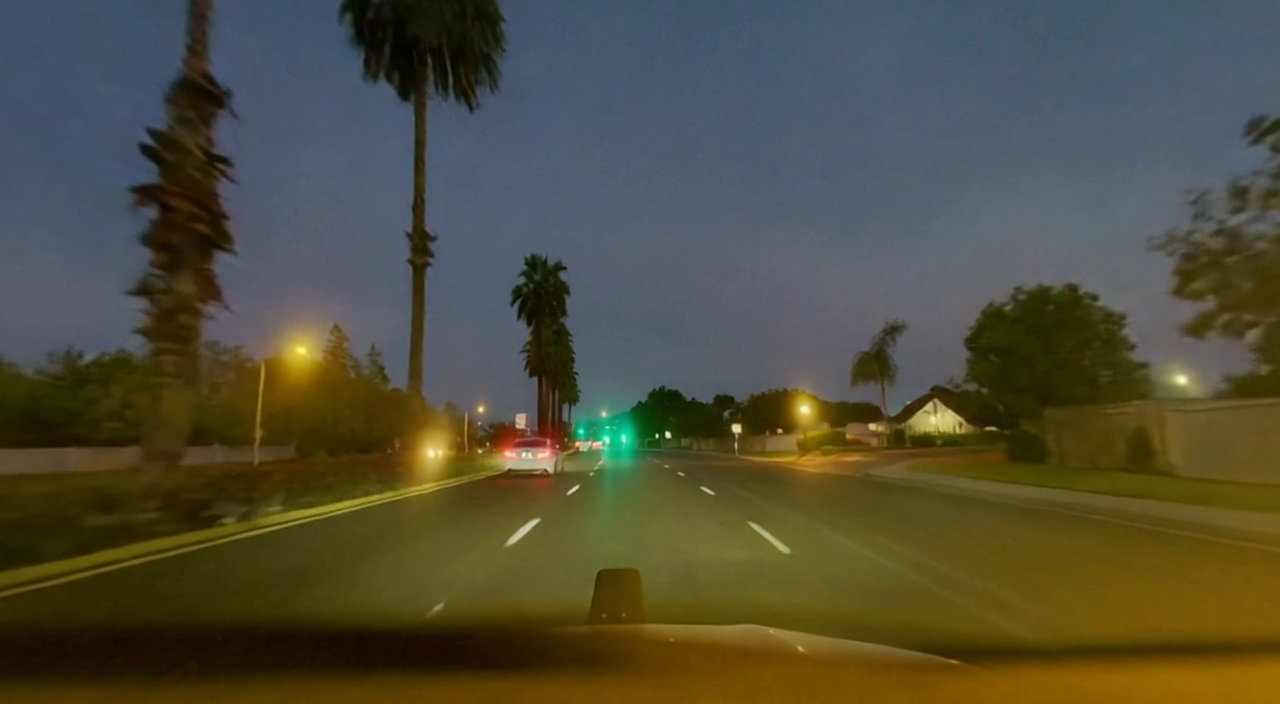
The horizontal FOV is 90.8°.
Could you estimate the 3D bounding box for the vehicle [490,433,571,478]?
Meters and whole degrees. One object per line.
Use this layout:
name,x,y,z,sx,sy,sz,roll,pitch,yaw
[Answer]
vehicle,-3.840,3.732,22.995,2.108,1.475,4.555,0,-8,0
